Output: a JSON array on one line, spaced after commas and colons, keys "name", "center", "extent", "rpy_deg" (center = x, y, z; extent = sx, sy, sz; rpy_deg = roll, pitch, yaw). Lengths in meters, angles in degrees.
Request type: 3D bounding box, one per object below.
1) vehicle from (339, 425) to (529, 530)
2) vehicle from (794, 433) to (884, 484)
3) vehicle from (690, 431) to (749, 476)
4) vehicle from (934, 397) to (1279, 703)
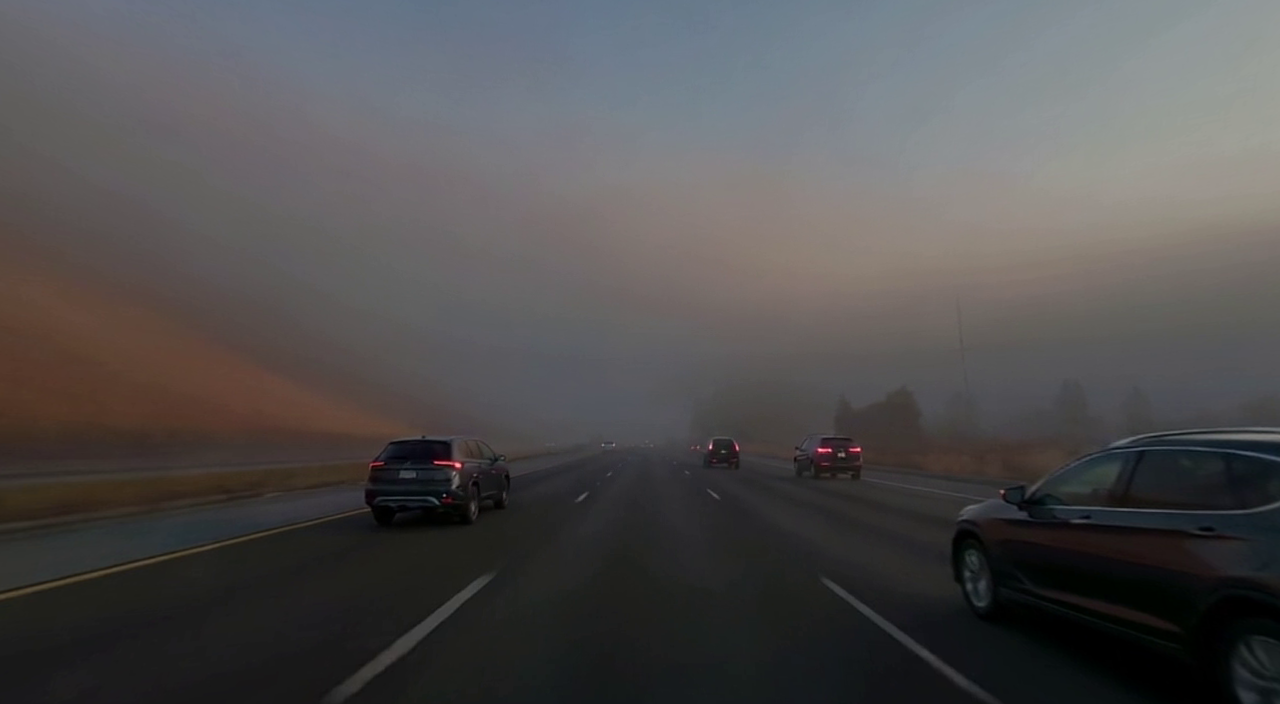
[{"name": "vehicle", "center": [-3.721, 2.352, 12.422], "extent": [2.166, 1.672, 4.388], "rpy_deg": [-1, -8, 1]}, {"name": "vehicle", "center": [7.413, 4.003, 24.005], "extent": [1.998, 1.717, 4.338], "rpy_deg": [0, -8, 0]}, {"name": "vehicle", "center": [3.615, 4.741, 29.707], "extent": [2.121, 1.925, 5.056], "rpy_deg": [0, -8, 0]}, {"name": "vehicle", "center": [3.443, 1.020, 3.111], "extent": [1.941, 1.481, 4.300], "rpy_deg": [0, -8, 1]}]
